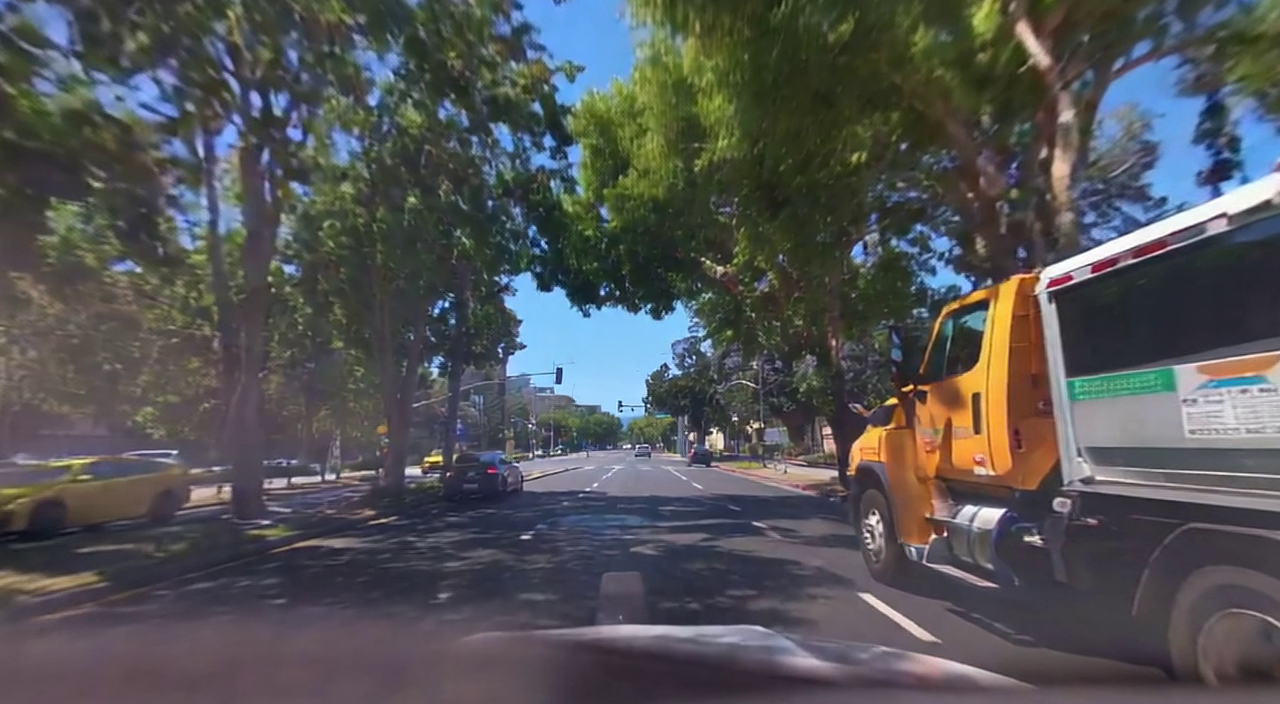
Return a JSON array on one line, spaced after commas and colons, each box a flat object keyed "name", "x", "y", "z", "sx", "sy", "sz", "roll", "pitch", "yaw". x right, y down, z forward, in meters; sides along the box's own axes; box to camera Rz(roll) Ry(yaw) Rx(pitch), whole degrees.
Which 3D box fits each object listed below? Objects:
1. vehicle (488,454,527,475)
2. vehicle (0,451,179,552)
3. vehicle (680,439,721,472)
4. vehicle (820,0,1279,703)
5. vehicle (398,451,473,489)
[{"name": "vehicle", "x": -9.521, "y": 8.129, "z": 45.730, "sx": 1.849, "sy": 1.391, "sz": 4.045, "roll": 0, "pitch": -9, "yaw": 1}, {"name": "vehicle", "x": -13.719, "y": 3.337, "z": 14.894, "sx": 2.140, "sy": 1.961, "sz": 4.641, "roll": 0, "pitch": -9, "yaw": 0}, {"name": "vehicle", "x": 3.786, "y": 6.611, "z": 40.517, "sx": 2.099, "sy": 1.936, "sz": 4.575, "roll": 0, "pitch": -9, "yaw": -1}, {"name": "vehicle", "x": 3.627, "y": 0.357, "z": 4.071, "sx": 2.867, "sy": 3.402, "sz": 7.137, "roll": 0, "pitch": -9, "yaw": 1}, {"name": "vehicle", "x": -10.089, "y": 5.837, "z": 31.617, "sx": 2.152, "sy": 1.748, "sz": 4.577, "roll": 0, "pitch": -9, "yaw": 1}]
